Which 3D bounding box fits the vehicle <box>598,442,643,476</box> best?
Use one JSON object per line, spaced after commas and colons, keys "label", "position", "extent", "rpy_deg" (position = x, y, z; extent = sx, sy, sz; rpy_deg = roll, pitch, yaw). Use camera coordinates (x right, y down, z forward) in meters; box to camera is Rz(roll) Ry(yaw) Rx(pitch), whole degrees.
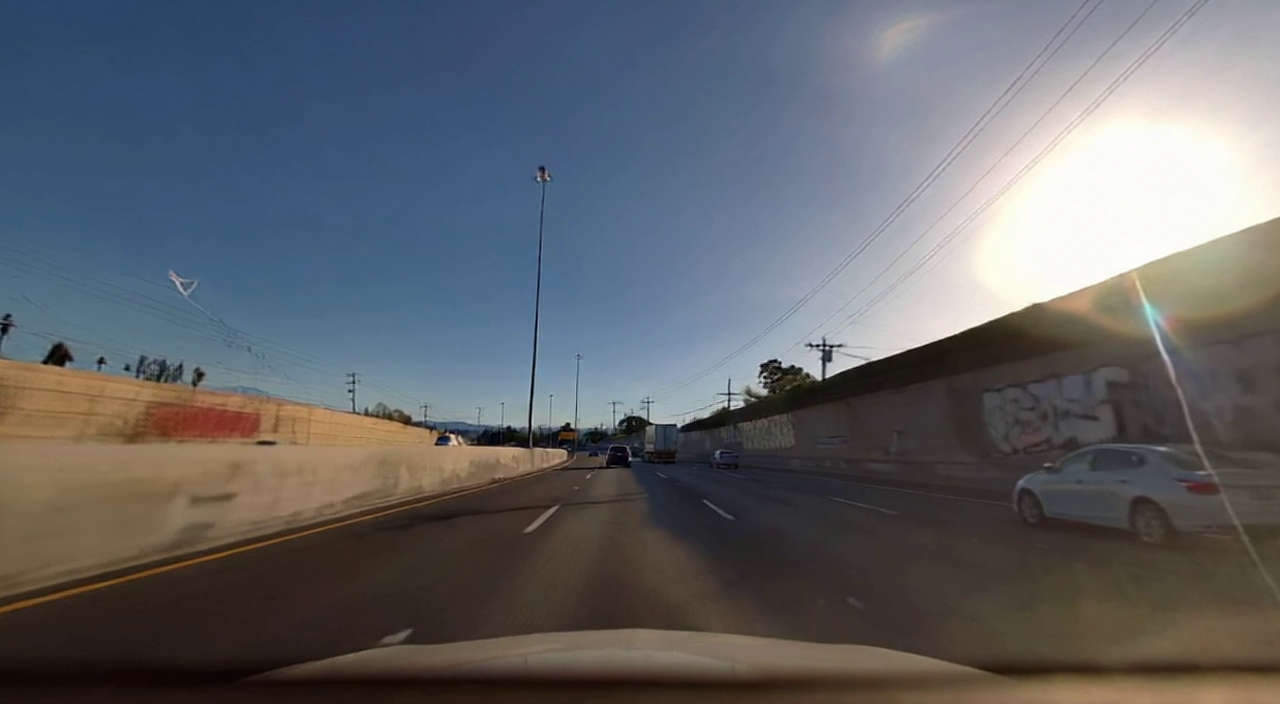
{"label": "vehicle", "position": [-1.024, 5.517, 32.754], "extent": [2.191, 1.685, 3.353], "rpy_deg": [0, -9, -2]}

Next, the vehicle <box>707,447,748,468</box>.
{"label": "vehicle", "position": [6.236, 7.593, 45.577], "extent": [2.018, 1.451, 4.762], "rpy_deg": [0, -9, -4]}

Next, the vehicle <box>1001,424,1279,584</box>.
{"label": "vehicle", "position": [7.177, 1.807, 8.322], "extent": [2.032, 1.525, 4.631], "rpy_deg": [0, -9, -1]}
